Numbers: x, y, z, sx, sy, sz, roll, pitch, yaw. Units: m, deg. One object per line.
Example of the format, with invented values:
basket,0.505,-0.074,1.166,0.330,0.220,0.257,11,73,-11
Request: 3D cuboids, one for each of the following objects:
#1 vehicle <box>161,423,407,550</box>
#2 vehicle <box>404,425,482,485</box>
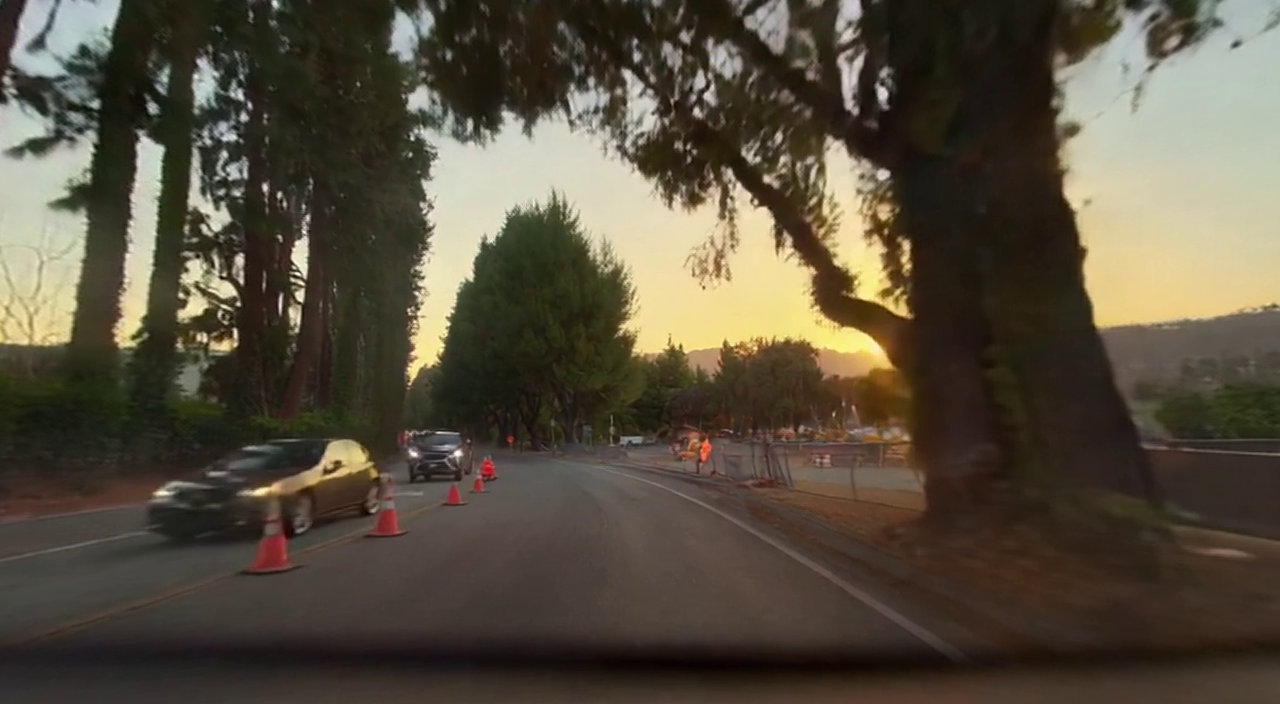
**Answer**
vehicle,-6.069,2.298,11.580,2.019,1.840,4.437,0,-8,-2
vehicle,-7.758,4.076,25.330,2.260,2.162,4.555,1,-8,-9
